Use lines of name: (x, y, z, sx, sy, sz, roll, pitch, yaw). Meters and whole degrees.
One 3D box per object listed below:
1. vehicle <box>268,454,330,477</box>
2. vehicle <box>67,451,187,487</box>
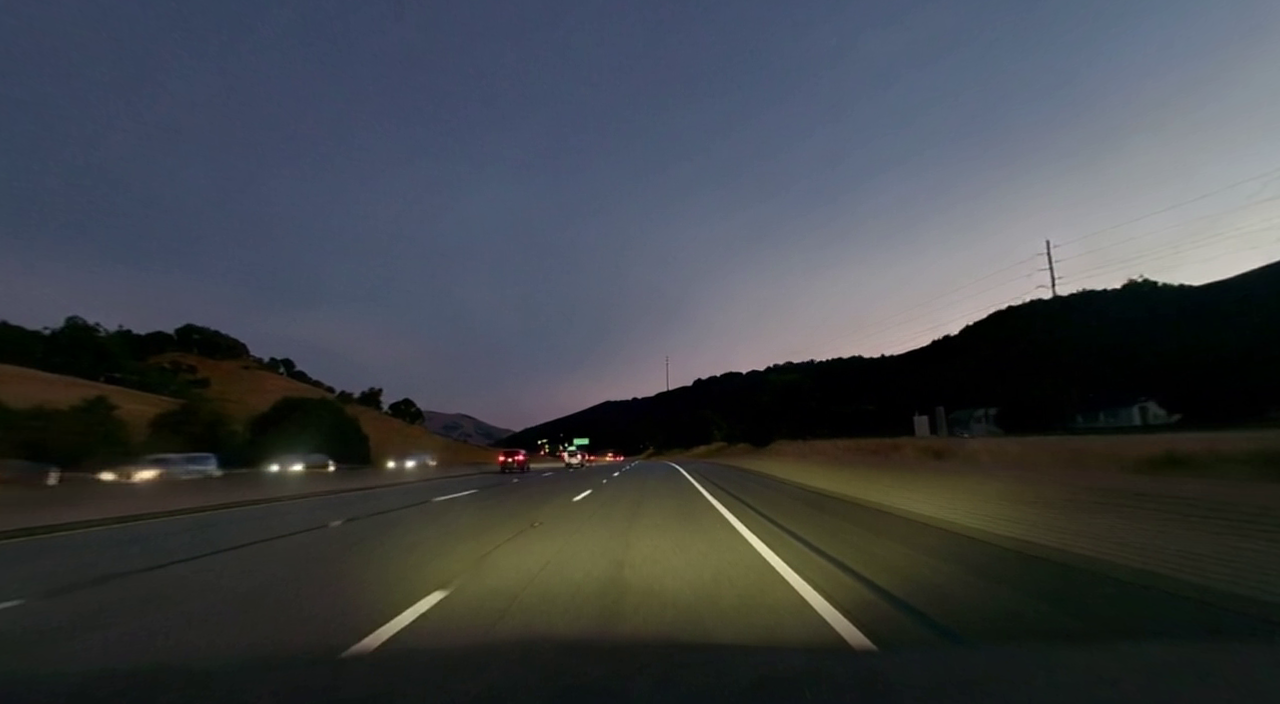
vehicle: (-23.968, 7.977, 44.279, 1.801, 1.455, 4.339, 0, -9, 3)
vehicle: (-21.242, 4.847, 26.209, 1.784, 1.383, 3.757, 0, -9, 1)
